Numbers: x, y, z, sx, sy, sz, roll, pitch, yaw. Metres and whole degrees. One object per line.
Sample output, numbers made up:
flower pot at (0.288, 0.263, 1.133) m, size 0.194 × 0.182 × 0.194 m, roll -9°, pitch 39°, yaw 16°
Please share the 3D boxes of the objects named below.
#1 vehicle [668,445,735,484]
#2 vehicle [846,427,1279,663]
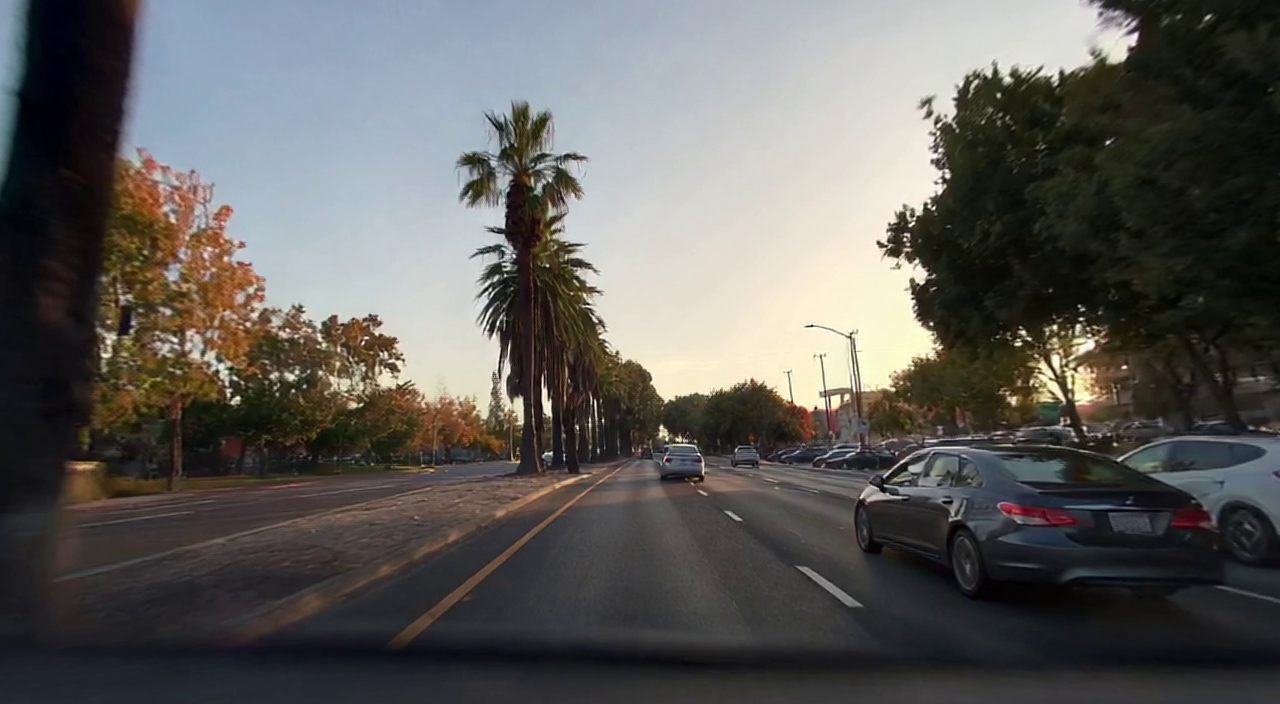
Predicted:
vehicle at (2.394, 4.513, 25.744) m, size 2.031 × 1.444 × 4.361 m, roll 0°, pitch -8°, yaw -4°
vehicle at (3.760, 1.541, 6.254) m, size 1.875 × 1.452 × 4.453 m, roll 0°, pitch -8°, yaw -1°
